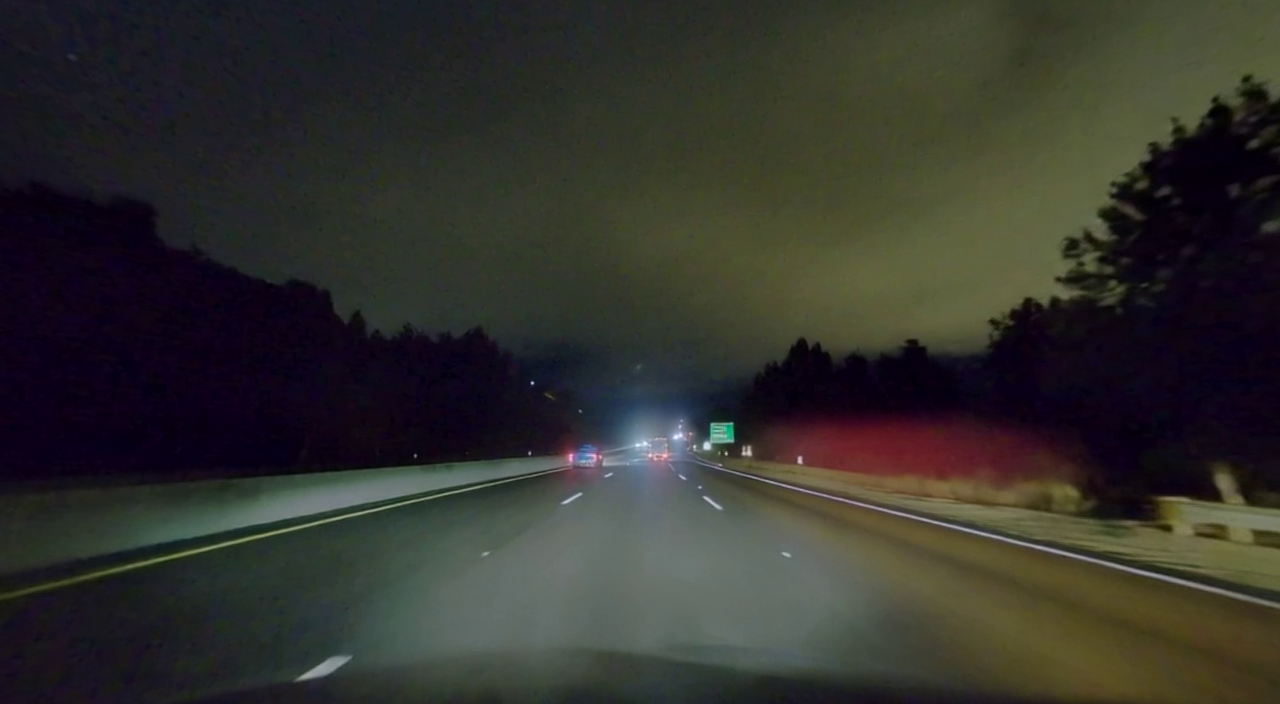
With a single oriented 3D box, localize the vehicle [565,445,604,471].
[{"bbox_3d":[-3.629,6.990,41.716,2.035,1.595,4.022,0,-9,2],"label":"vehicle"}]
